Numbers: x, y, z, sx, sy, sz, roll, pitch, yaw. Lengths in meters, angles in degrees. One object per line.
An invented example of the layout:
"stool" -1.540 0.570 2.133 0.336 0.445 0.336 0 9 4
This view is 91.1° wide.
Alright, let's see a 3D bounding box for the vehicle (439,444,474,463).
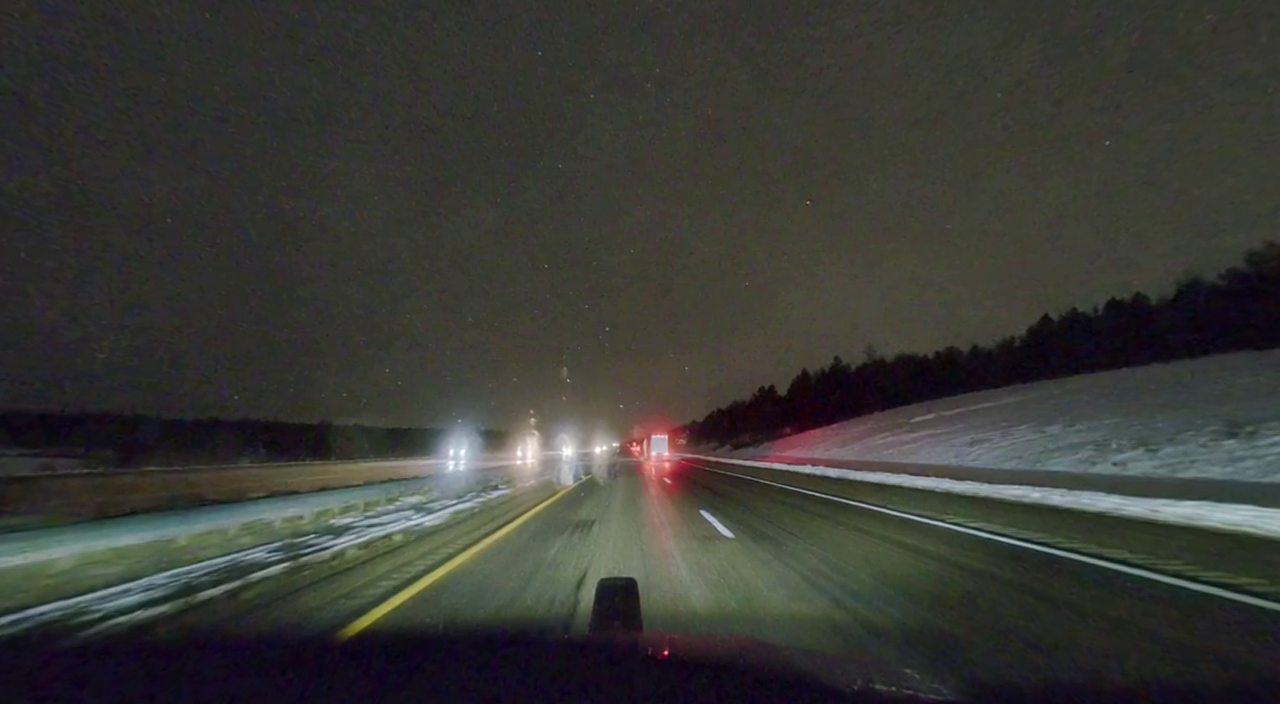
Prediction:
"vehicle" -14.405 8.000 49.578 1.752 1.472 3.546 0 -9 -1
